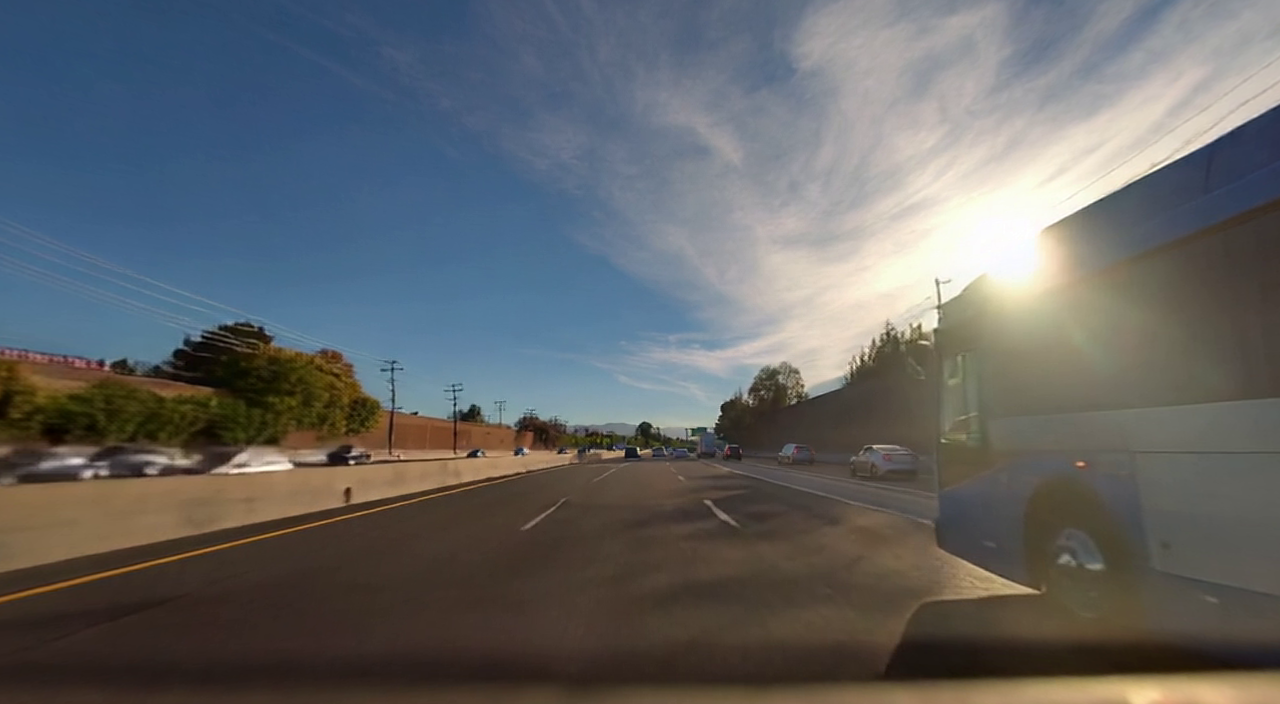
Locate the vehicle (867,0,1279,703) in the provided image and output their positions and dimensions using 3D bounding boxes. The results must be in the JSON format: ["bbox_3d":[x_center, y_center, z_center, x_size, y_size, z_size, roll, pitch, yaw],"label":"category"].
[{"bbox_3d":[4.426,-0.340,0.541,3.144,3.580,14.591,0,-9,0],"label":"vehicle"}]

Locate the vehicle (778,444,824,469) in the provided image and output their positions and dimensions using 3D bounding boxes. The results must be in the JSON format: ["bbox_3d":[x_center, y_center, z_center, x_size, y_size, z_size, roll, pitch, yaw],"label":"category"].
[{"bbox_3d":[11.568,7.529,45.789,2.151,1.734,4.519,0,-9,1],"label":"vehicle"}]

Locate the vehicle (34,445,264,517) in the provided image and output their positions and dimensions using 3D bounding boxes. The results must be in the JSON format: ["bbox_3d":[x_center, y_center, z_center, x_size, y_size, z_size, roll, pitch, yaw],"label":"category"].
[{"bbox_3d":[-11.162,2.921,14.889,1.858,1.437,4.376,0,-9,1],"label":"vehicle"}]
